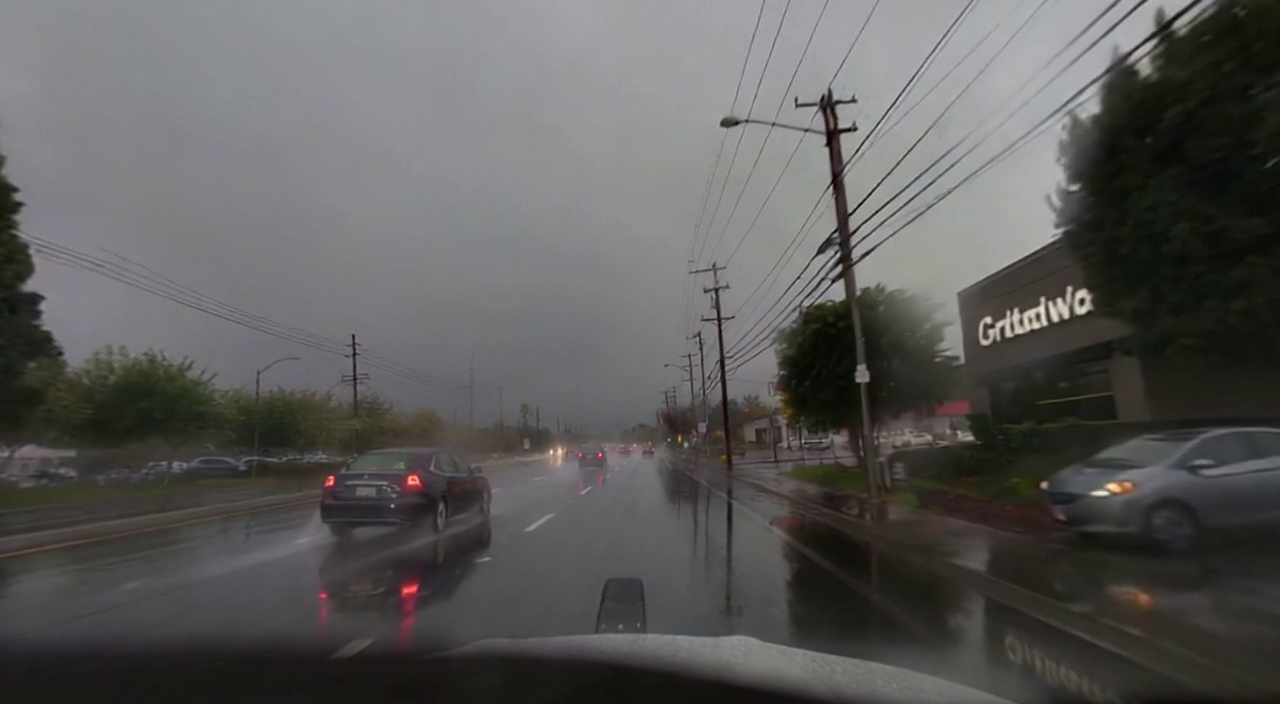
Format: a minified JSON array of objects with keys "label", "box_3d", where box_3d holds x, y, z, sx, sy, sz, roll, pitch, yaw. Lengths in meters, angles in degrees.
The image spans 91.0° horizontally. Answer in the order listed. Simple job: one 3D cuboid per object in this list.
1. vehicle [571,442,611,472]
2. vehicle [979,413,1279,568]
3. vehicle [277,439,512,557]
[{"label":"vehicle","box_3d":[-3.019,6.582,39.644,2.087,1.736,4.311,0,-9,2]},{"label":"vehicle","box_3d":[6.857,1.590,7.526,4.465,1.566,1.923,1,-9,-1]},{"label":"vehicle","box_3d":[-3.607,2.216,10.329,1.942,1.469,4.426,0,-9,2]}]
